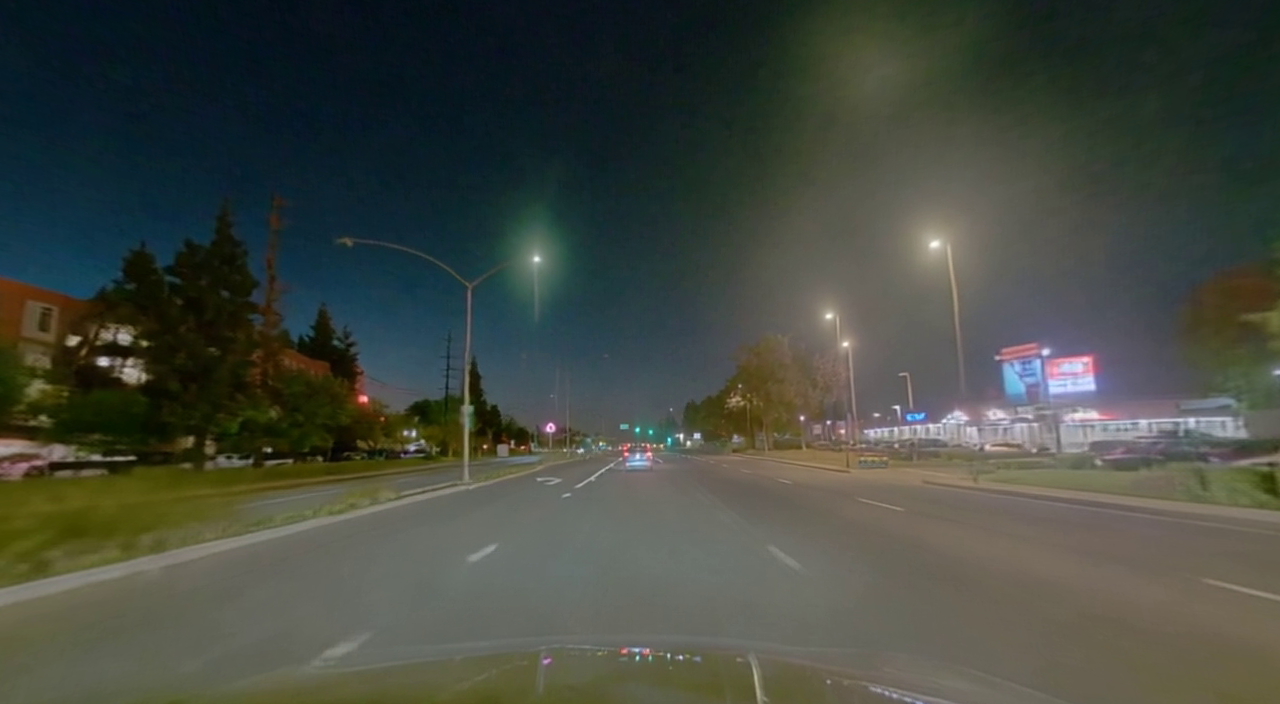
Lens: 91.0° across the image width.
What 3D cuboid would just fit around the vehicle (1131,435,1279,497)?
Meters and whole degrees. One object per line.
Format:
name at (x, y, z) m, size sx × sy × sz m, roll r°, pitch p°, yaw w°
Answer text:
vehicle at (16.289, 3.034, 17.087) m, size 1.949 × 1.458 × 4.865 m, roll 0°, pitch -9°, yaw 0°

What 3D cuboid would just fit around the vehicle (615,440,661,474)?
vehicle at (-0.121, 4.854, 29.161) m, size 1.998 × 1.452 × 3.773 m, roll 0°, pitch -9°, yaw -1°

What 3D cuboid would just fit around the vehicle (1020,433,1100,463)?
vehicle at (28.006, 6.462, 42.212) m, size 1.991 × 1.877 × 5.024 m, roll 0°, pitch -9°, yaw 1°

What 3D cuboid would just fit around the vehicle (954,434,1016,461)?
vehicle at (26.678, 7.460, 48.893) m, size 2.046 × 1.893 × 5.097 m, roll -3°, pitch -9°, yaw 2°

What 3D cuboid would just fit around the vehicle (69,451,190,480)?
vehicle at (-26.924, 5.995, 33.330) m, size 4.660 × 1.446 × 1.870 m, roll 1°, pitch -9°, yaw -3°

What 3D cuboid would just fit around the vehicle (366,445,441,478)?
vehicle at (-11.924, 5.551, 32.120) m, size 2.041 × 1.553 × 4.433 m, roll 0°, pitch -9°, yaw 1°

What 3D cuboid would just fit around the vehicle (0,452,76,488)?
vehicle at (-27.737, 5.083, 27.314) m, size 4.563 × 1.480 × 1.946 m, roll 0°, pitch -9°, yaw 0°

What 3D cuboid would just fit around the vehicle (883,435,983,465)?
vehicle at (17.905, 6.007, 38.680) m, size 5.083 × 1.778 × 2.063 m, roll 0°, pitch -9°, yaw 0°
